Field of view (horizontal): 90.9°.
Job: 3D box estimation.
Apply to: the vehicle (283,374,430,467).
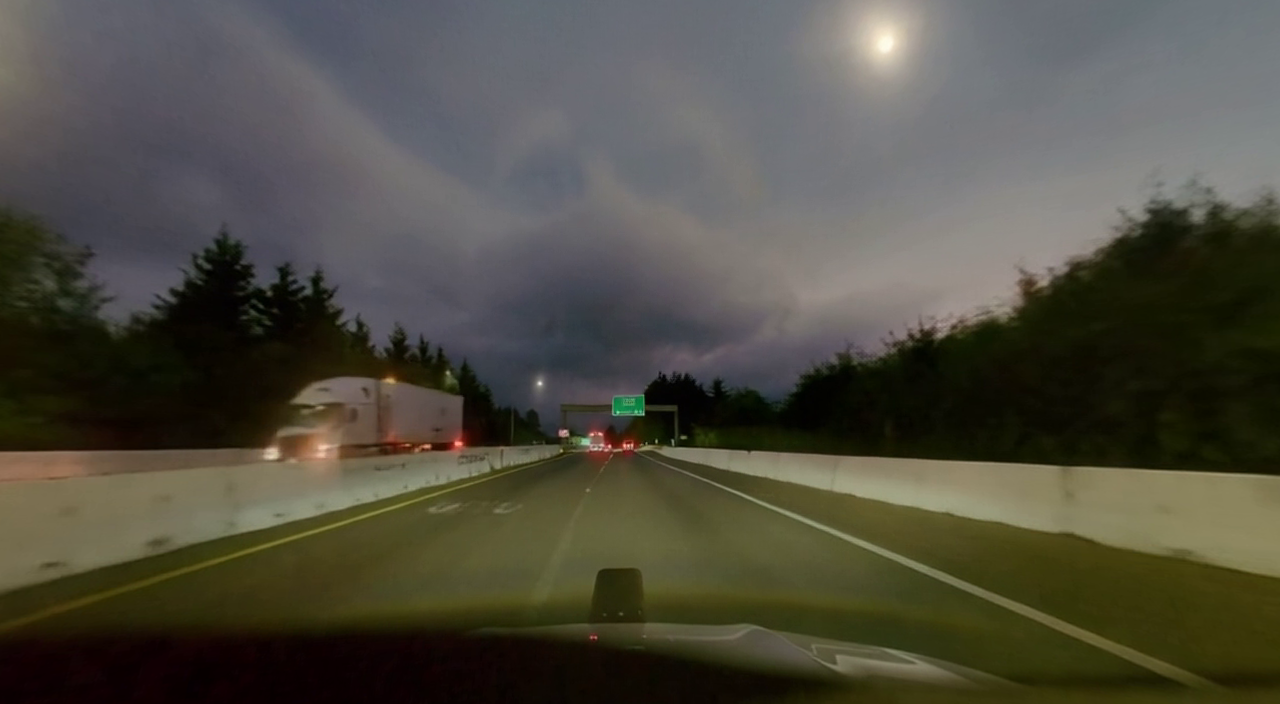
[{"bbox_3d":[-14.253,3.752,33.064,3.011,4.064,10.418,0,-8,-2],"label":"vehicle"}]
